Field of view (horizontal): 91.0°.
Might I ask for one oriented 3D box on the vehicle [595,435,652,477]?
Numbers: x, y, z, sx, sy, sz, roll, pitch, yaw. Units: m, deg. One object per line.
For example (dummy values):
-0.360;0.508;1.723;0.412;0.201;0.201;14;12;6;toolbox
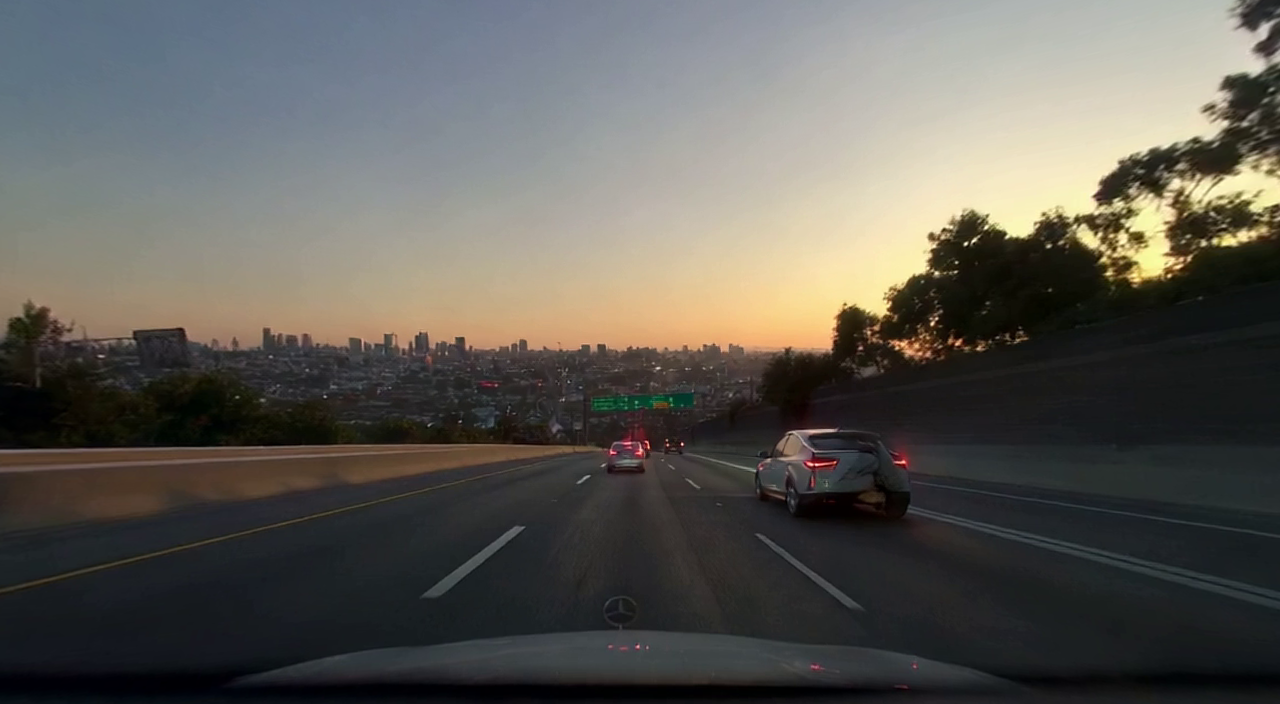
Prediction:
-0.657;4.253;25.885;2.147;1.576;3.964;0;-8;-1;vehicle
